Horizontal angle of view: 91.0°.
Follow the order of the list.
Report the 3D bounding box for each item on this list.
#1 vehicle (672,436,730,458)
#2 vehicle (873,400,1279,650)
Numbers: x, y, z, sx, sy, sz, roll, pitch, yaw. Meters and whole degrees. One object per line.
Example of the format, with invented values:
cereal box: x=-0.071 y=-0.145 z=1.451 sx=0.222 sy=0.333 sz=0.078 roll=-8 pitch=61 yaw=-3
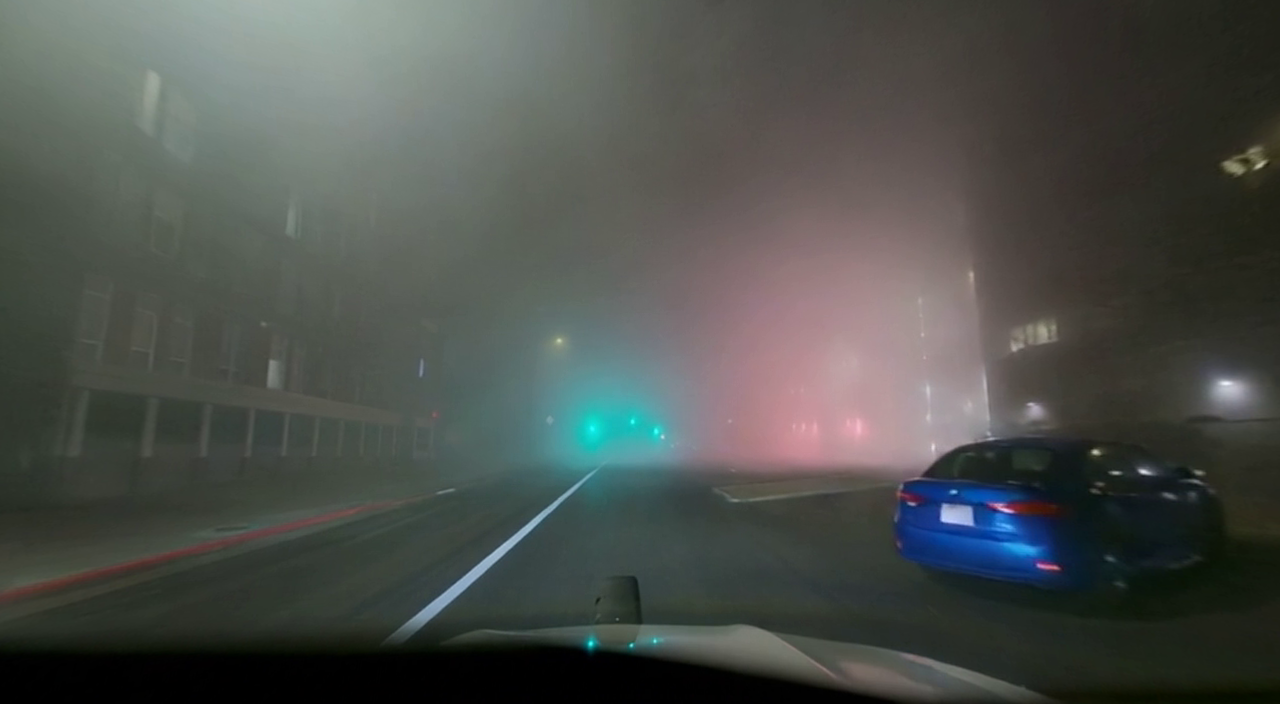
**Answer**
vehicle: x=4.430 y=6.874 z=45.707 sx=3.844 sy=1.524 sz=1.847 roll=4 pitch=-9 yaw=-32
vehicle: x=4.406 y=1.311 z=5.928 sx=4.655 sy=1.460 sz=1.878 roll=6 pitch=-10 yaw=-37
